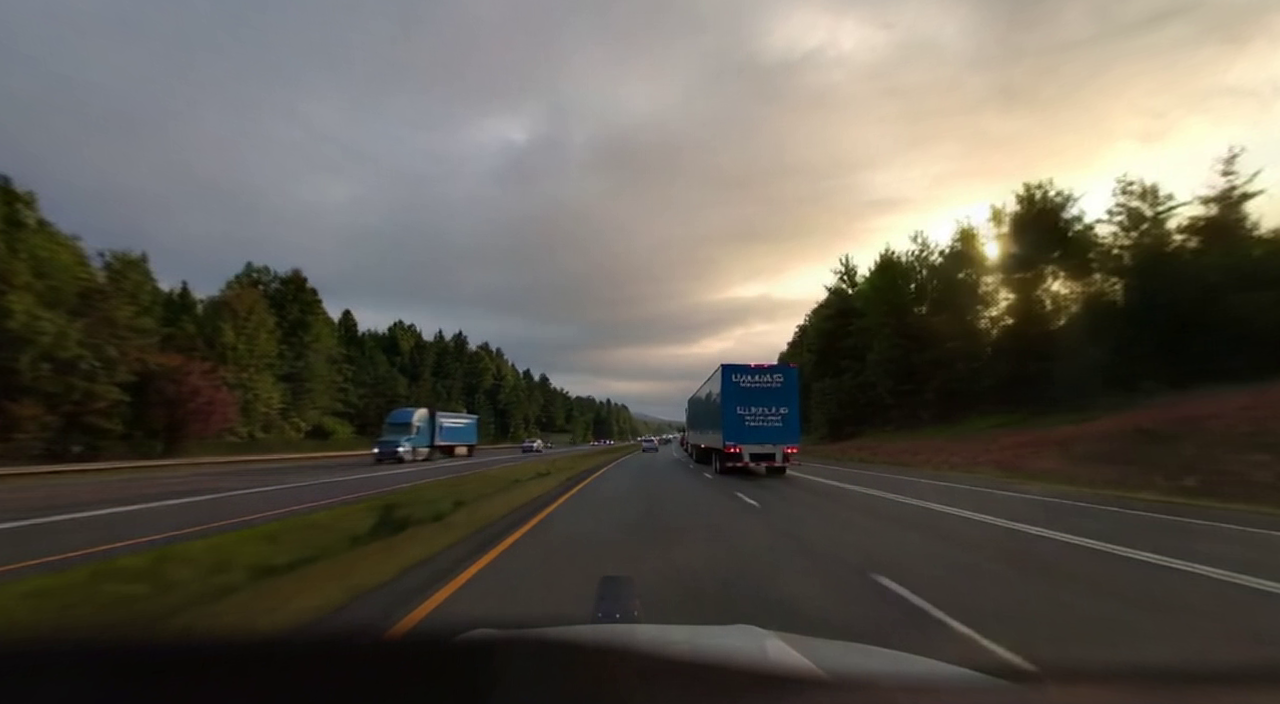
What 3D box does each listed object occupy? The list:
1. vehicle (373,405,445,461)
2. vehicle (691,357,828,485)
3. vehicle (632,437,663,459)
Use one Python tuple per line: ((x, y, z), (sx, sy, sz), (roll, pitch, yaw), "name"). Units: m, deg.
((-17.611, 6.268, 48.462), (3.000, 4.016, 5.901), (-1, -8, 2), "vehicle")
((4.350, 3.079, 26.925), (3.171, 4.072, 13.784), (0, -8, 0), "vehicle")
((0.575, 7.190, 47.434), (2.209, 1.499, 4.144), (0, -8, 0), "vehicle")
